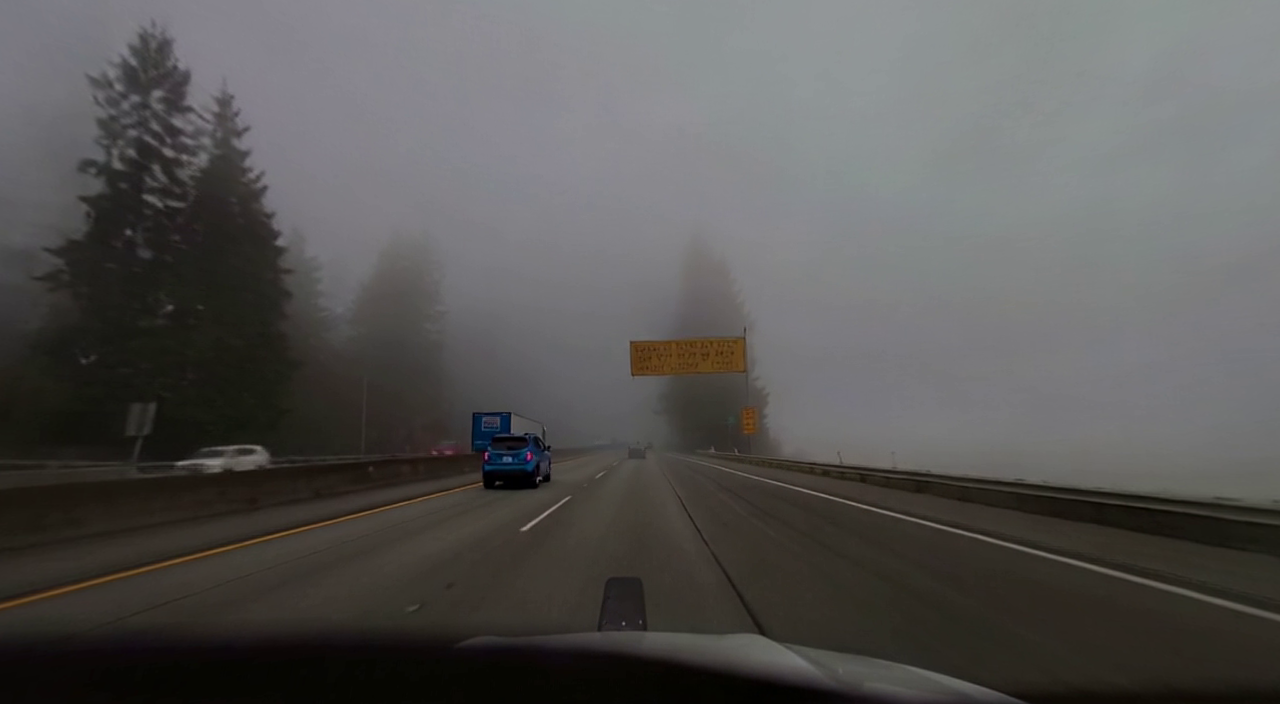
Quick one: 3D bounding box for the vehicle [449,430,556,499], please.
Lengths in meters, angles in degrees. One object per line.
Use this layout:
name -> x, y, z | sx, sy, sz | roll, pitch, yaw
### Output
vehicle -> -3.848, 3.221, 18.531 | 2.084, 1.752, 4.479 | 0, -8, 1
